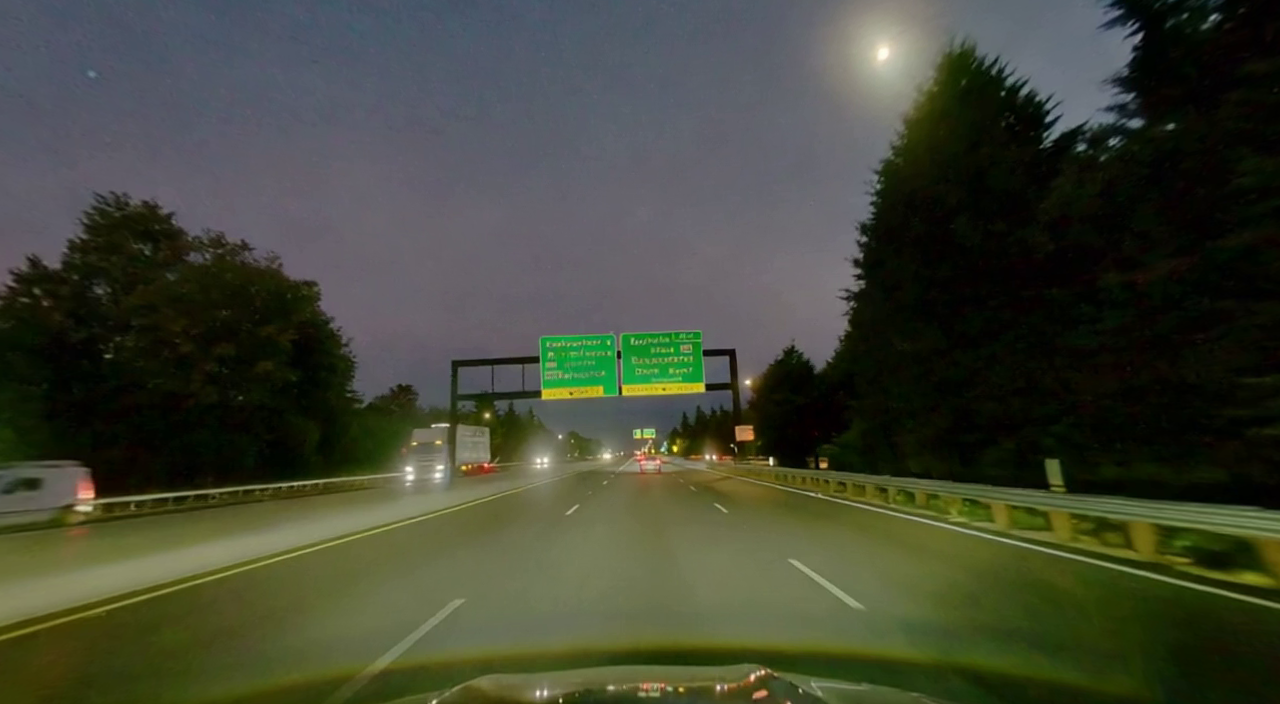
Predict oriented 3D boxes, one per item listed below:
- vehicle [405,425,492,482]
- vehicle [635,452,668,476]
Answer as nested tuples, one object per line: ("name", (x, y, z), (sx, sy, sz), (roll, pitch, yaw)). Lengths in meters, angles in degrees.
("vehicle", (-13.892, 7.535, 46.850), (3.366, 3.773, 9.860), (0, -9, 0))
("vehicle", (0.702, 7.195, 40.574), (2.036, 1.457, 3.471), (0, -9, -1))
